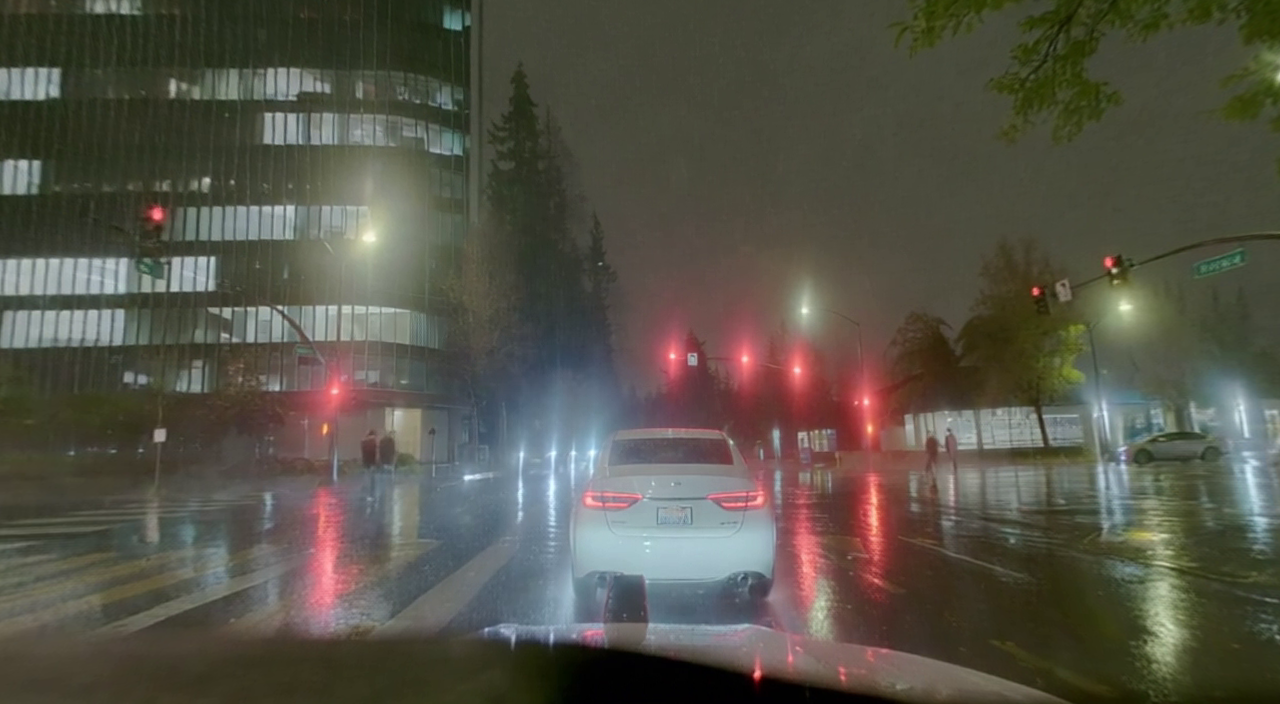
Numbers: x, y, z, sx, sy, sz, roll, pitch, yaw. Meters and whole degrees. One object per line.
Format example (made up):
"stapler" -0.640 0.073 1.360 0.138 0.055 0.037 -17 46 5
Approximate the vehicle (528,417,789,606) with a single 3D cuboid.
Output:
"vehicle" -0.143 1.644 7.479 1.893 1.532 4.145 2 -9 -16

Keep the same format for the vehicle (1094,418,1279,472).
"vehicle" 19.129 3.265 22.222 4.675 1.772 1.945 0 -8 -1
